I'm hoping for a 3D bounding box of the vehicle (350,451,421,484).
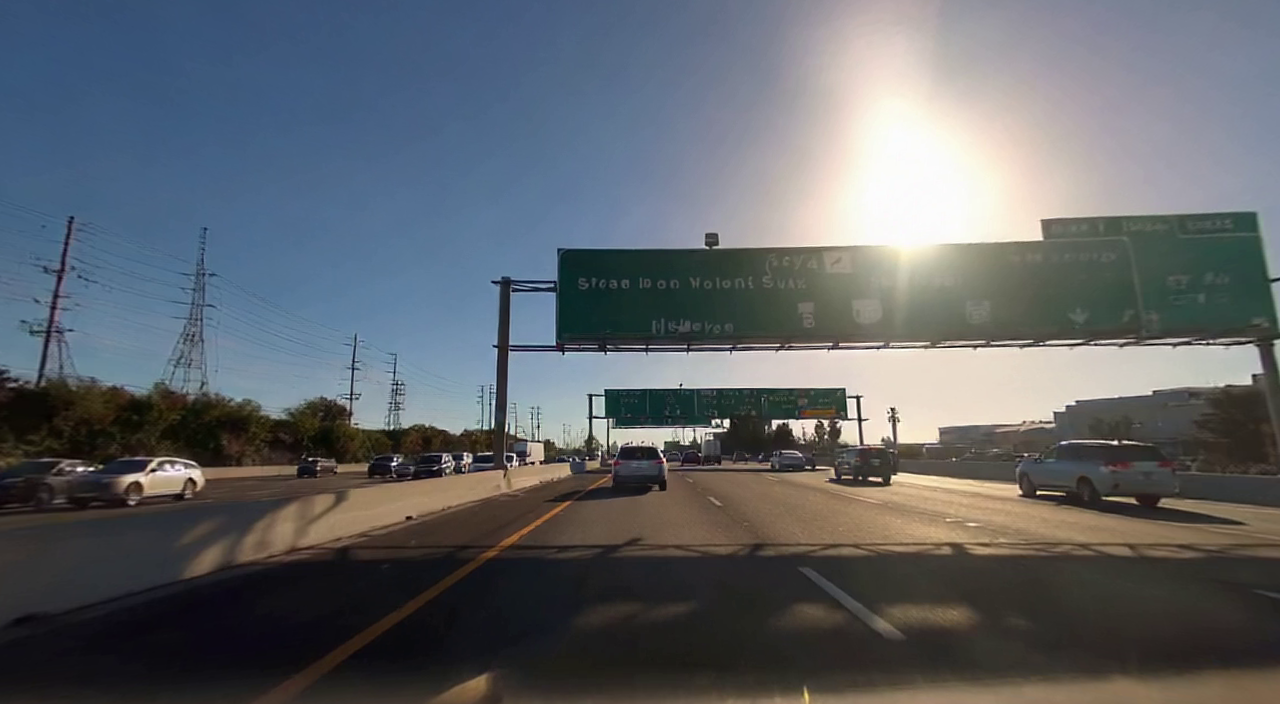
[{"bbox_3d":[-14.518,6.582,36.357,2.032,1.721,4.683,0,-9,1],"label":"vehicle"}]

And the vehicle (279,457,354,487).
[{"bbox_3d":[-17.526,6.488,34.447,1.752,1.449,4.321,0,-9,1],"label":"vehicle"}]

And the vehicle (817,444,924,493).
[{"bbox_3d":[7.564,3.843,21.216,1.958,1.473,4.201,0,-9,0],"label":"vehicle"}]

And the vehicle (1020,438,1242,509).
[{"bbox_3d":[11.802,2.918,15.708,1.901,1.485,4.483,0,-9,0],"label":"vehicle"}]

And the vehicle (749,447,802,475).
[{"bbox_3d":[7.549,6.127,35.651,1.934,1.461,4.368,0,-9,-1],"label":"vehicle"}]

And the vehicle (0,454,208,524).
[{"bbox_3d":[-13.864,3.410,16.363,1.938,1.468,4.656,0,-9,2],"label":"vehicle"}]

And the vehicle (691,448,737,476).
[{"bbox_3d":[4.233,6.331,36.676,2.115,1.481,3.968,0,-9,-1],"label":"vehicle"}]

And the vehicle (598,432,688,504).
[{"bbox_3d":[0.073,3.292,18.368,2.298,1.809,4.359,0,-9,0],"label":"vehicle"}]

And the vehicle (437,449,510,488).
[{"bbox_3d":[-7.442,5.243,28.764,2.004,1.596,4.520,0,-9,2],"label":"vehicle"}]
